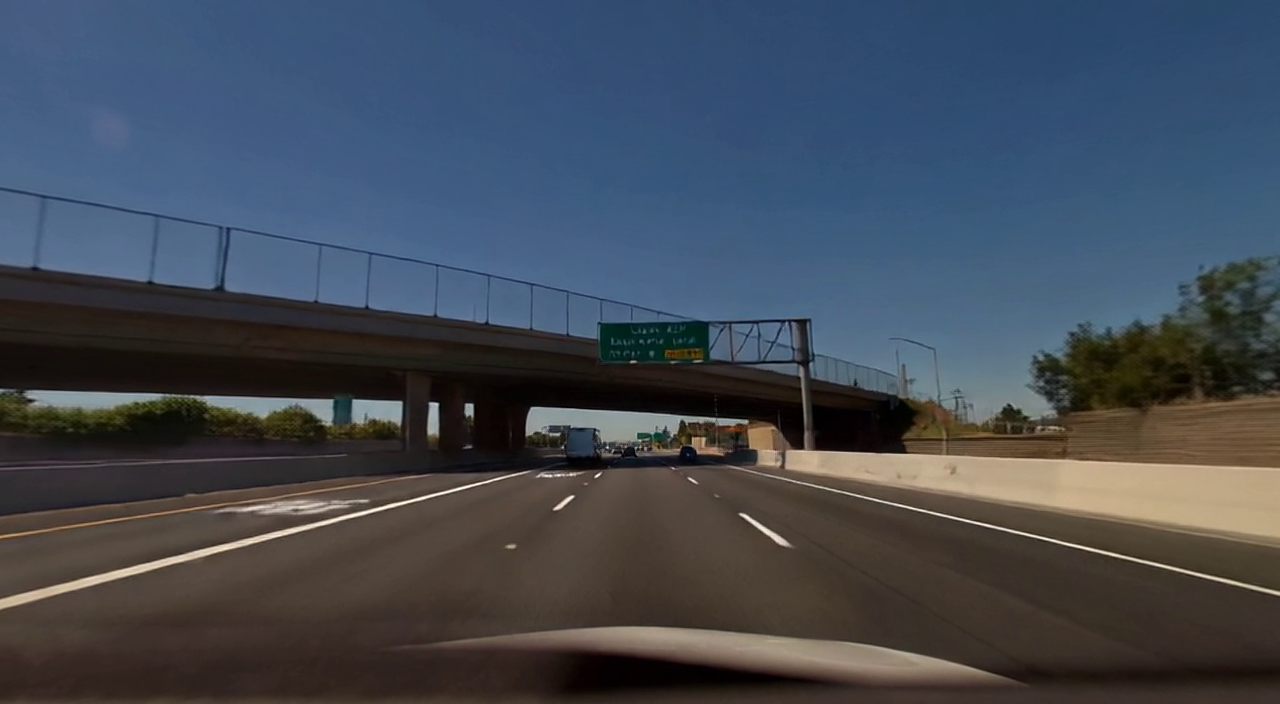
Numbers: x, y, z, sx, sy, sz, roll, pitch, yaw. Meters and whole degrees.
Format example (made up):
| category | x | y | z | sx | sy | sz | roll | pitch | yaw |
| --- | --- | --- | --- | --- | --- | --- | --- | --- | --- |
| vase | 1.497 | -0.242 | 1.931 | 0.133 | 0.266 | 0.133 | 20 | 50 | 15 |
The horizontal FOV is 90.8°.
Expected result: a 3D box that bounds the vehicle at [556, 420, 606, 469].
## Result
| category | x | y | z | sx | sy | sz | roll | pitch | yaw |
| --- | --- | --- | --- | --- | --- | --- | --- | --- | --- |
| vehicle | -3.776 | 6.118 | 41.848 | 2.881 | 2.937 | 7.045 | 0 | -9 | -2 |
